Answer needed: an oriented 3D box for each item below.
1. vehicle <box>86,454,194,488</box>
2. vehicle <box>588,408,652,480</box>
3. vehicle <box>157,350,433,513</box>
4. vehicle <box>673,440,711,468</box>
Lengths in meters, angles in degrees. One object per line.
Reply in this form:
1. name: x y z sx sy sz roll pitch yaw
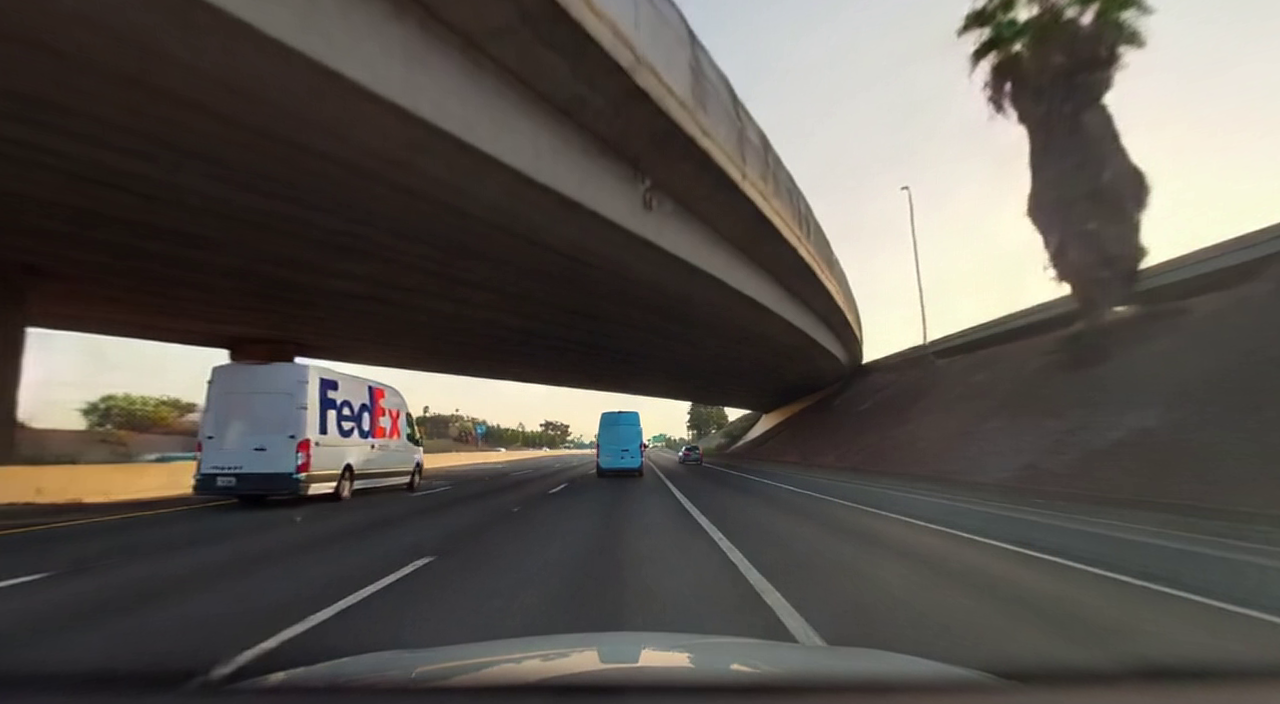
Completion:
1. vehicle: -25.122 5.948 31.763 1.810 1.532 4.375 0 -9 0
2. vehicle: -0.743 4.013 27.300 2.476 2.776 5.598 0 -9 1
3. vehicle: -7.948 2.119 15.991 2.965 3.178 7.188 0 -9 -1
4. vehicle: 3.226 6.418 39.668 1.987 1.648 3.984 0 -9 -1
